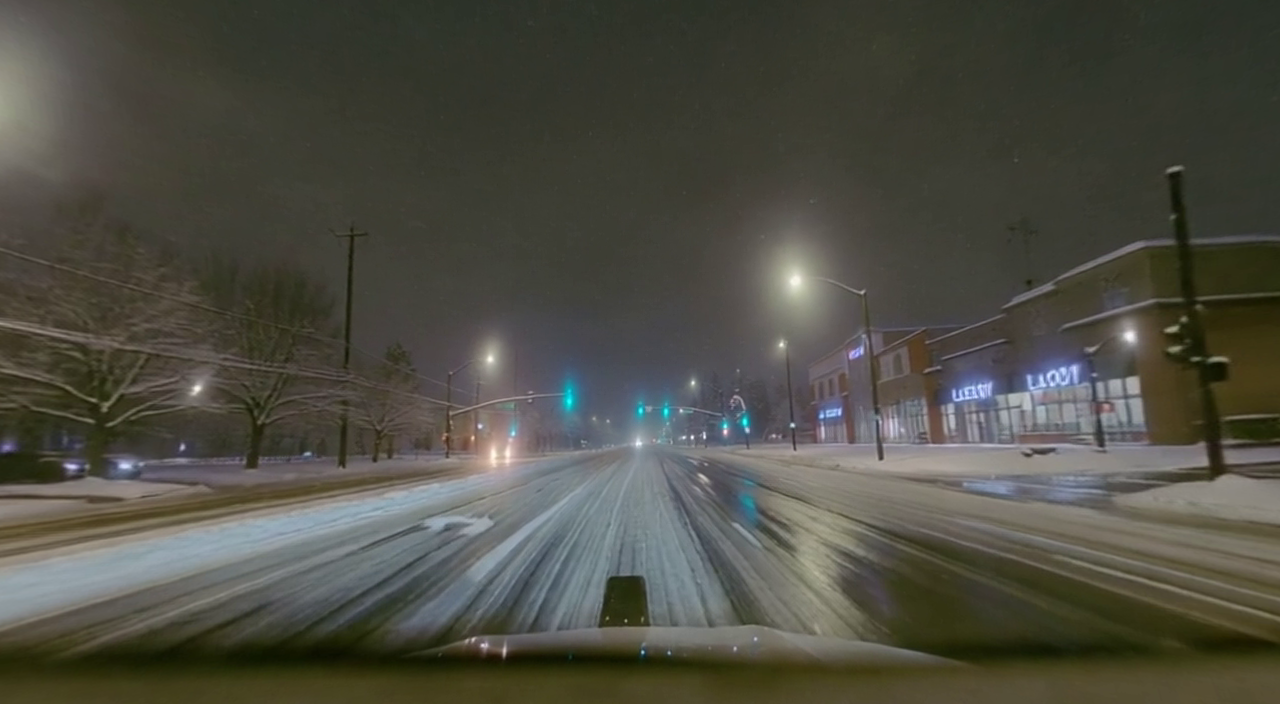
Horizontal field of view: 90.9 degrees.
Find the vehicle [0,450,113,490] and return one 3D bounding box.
[{"bbox_3d":[-30.868,5.799,31.199,7.039,1.891,2.550,0,-9,-2],"label":"vehicle"}]
